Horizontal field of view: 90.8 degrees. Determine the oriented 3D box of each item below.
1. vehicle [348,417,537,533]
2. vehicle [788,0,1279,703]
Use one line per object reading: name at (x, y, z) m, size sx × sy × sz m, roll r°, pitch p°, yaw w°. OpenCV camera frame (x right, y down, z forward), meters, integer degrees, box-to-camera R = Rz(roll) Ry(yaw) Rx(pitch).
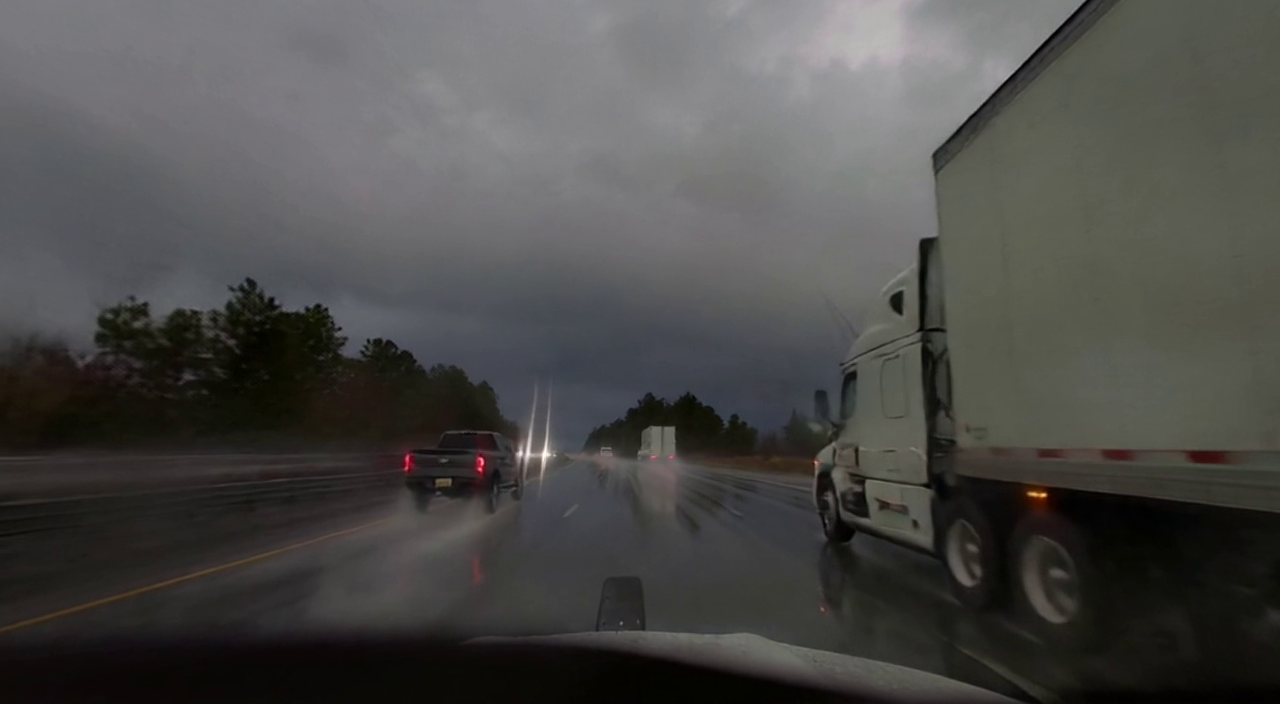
vehicle at (-3.753, 2.476, 13.220) m, size 2.337 × 1.942 × 4.984 m, roll 0°, pitch -9°, yaw 0°
vehicle at (4.286, 0.379, 6.397) m, size 2.958 × 3.990 × 10.216 m, roll 0°, pitch -9°, yaw 0°
